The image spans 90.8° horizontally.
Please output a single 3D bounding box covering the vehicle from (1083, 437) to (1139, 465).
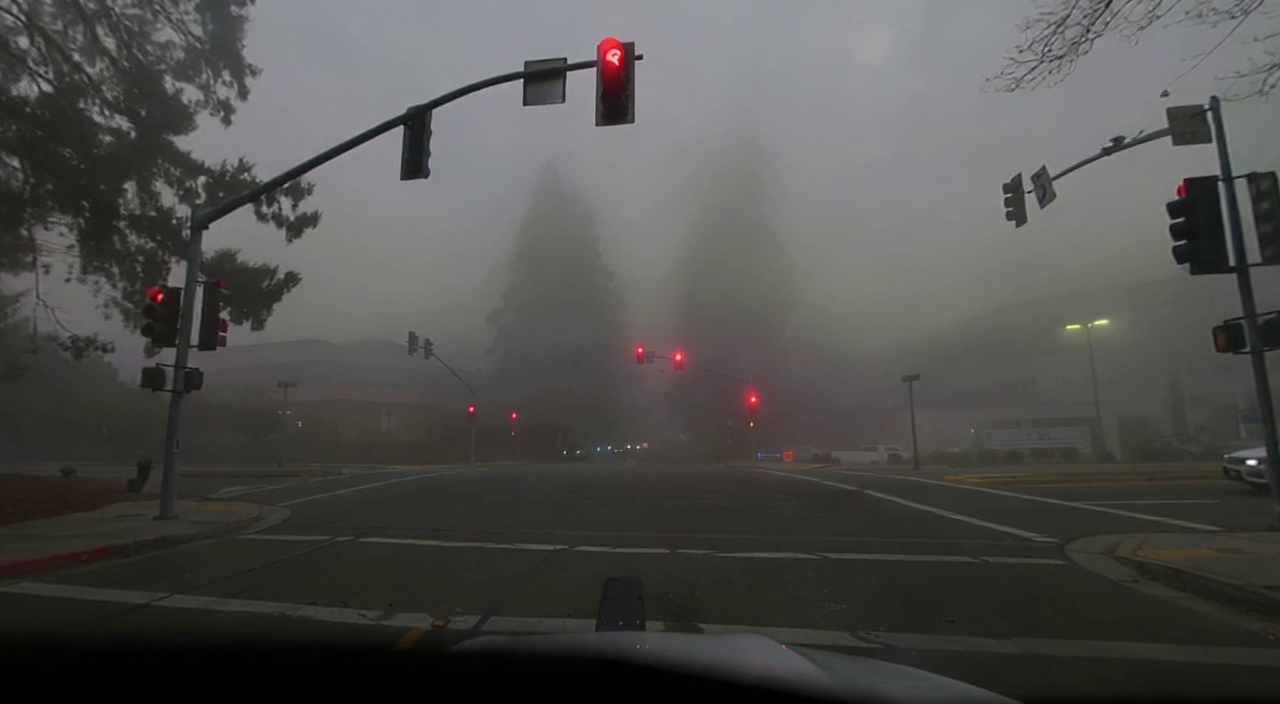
[{"bbox_3d":[26.979,5.658,36.139,2.092,1.474,4.046,-8,-11,41],"label":"vehicle"}]

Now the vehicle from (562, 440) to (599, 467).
[{"bbox_3d":[-4.105,7.108,44.318,2.251,1.756,4.610,0,-9,-2],"label":"vehicle"}]

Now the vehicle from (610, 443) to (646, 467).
[{"bbox_3d":[-0.843,6.827,41.990,2.056,1.492,3.937,1,-9,-6],"label":"vehicle"}]
